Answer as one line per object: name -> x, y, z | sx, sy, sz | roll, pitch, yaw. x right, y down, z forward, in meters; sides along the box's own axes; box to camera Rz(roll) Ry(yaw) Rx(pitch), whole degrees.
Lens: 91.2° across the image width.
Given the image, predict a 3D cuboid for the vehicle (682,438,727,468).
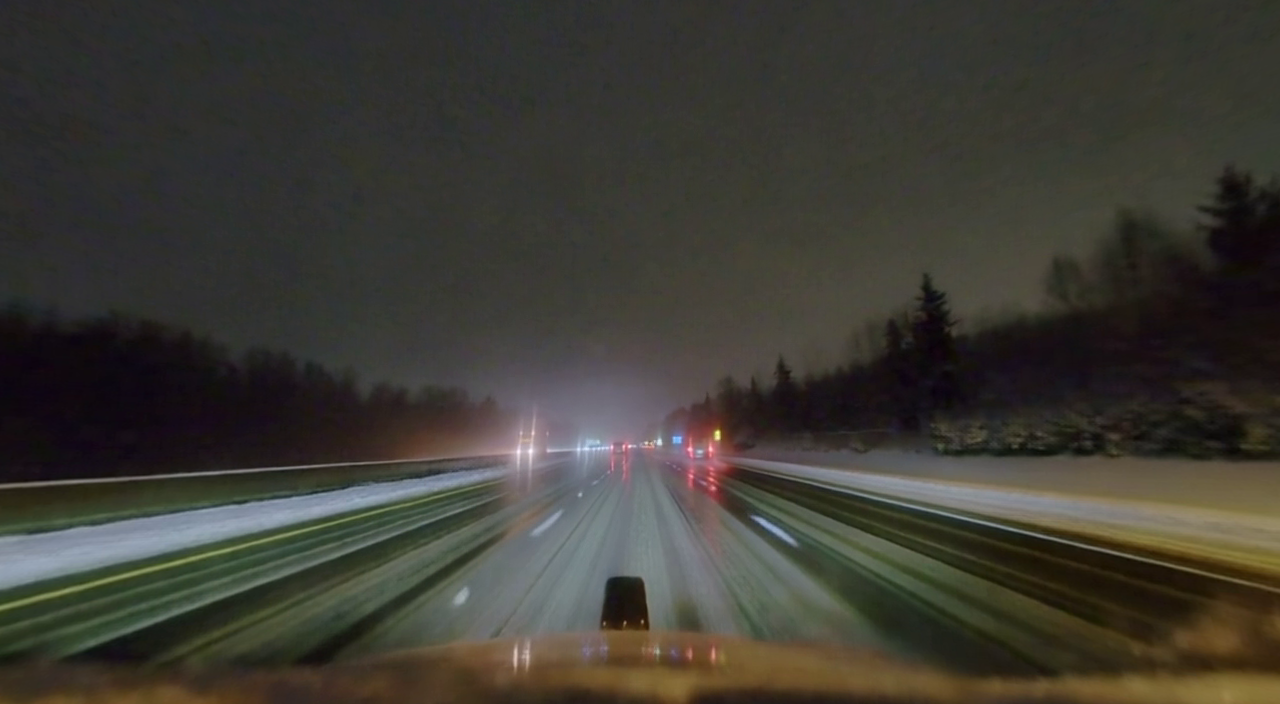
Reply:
vehicle -> 3.696, 5.899, 36.819 | 2.202, 1.682, 4.188 | 0, -8, 0
